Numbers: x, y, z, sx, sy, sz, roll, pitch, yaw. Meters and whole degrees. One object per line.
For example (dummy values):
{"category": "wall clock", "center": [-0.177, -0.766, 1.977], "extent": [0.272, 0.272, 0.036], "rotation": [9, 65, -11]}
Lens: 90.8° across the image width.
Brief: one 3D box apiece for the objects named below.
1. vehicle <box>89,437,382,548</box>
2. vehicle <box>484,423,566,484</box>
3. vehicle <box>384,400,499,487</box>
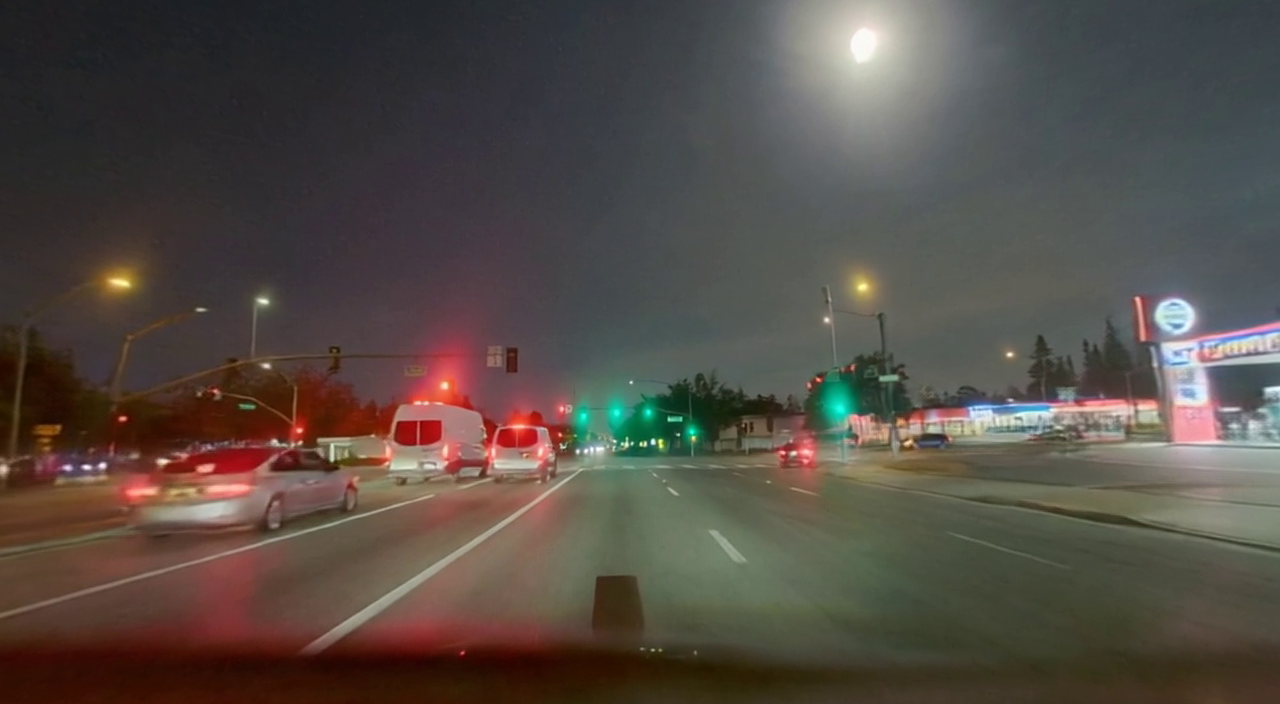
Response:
{"category": "vehicle", "center": [-6.480, 2.252, 11.010], "extent": [1.993, 1.490, 4.768], "rotation": [0, -8, -1]}
{"category": "vehicle", "center": [-4.132, 3.775, 23.737], "extent": [2.206, 2.007, 5.190], "rotation": [0, -8, -1]}
{"category": "vehicle", "center": [-6.839, 3.257, 22.637], "extent": [2.405, 2.696, 5.561], "rotation": [0, -8, -2]}
